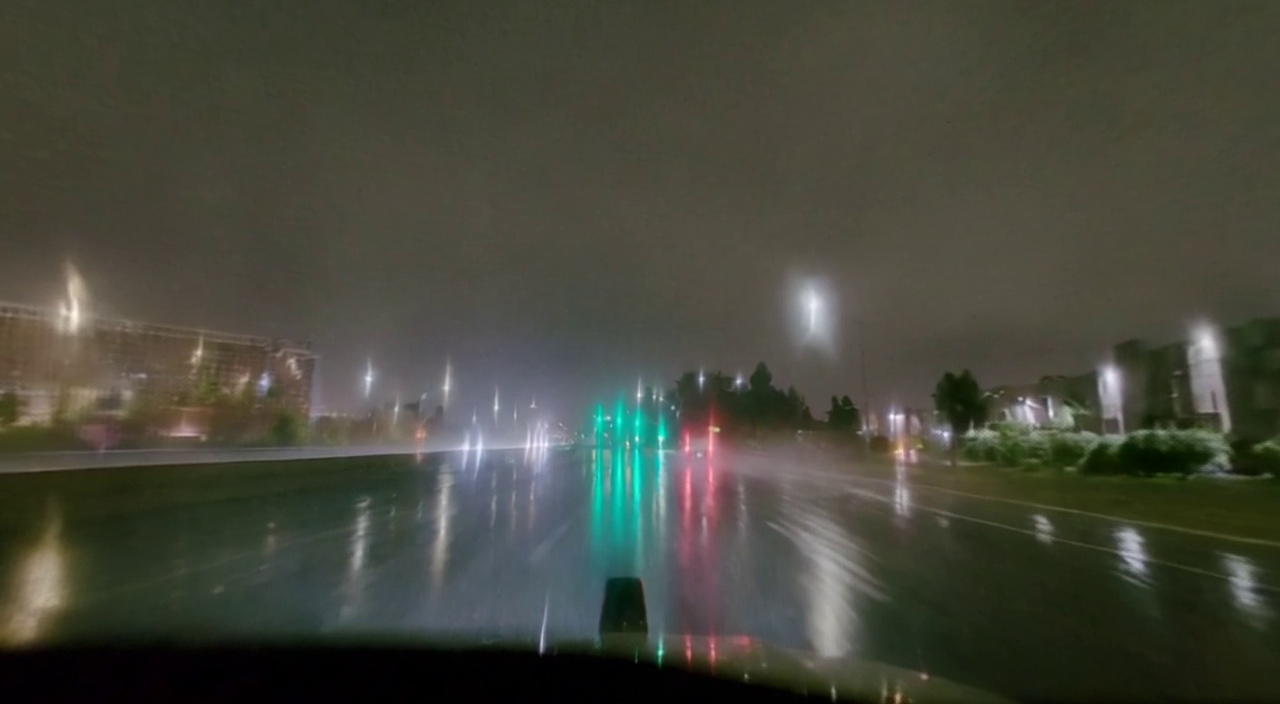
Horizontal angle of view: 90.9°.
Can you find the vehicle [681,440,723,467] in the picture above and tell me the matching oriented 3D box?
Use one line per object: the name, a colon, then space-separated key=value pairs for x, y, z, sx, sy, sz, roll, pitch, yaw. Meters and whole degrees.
vehicle: x=3.622 y=6.020 z=37.483 sx=1.926 sy=1.477 sz=4.025 roll=0 pitch=-9 yaw=-2
